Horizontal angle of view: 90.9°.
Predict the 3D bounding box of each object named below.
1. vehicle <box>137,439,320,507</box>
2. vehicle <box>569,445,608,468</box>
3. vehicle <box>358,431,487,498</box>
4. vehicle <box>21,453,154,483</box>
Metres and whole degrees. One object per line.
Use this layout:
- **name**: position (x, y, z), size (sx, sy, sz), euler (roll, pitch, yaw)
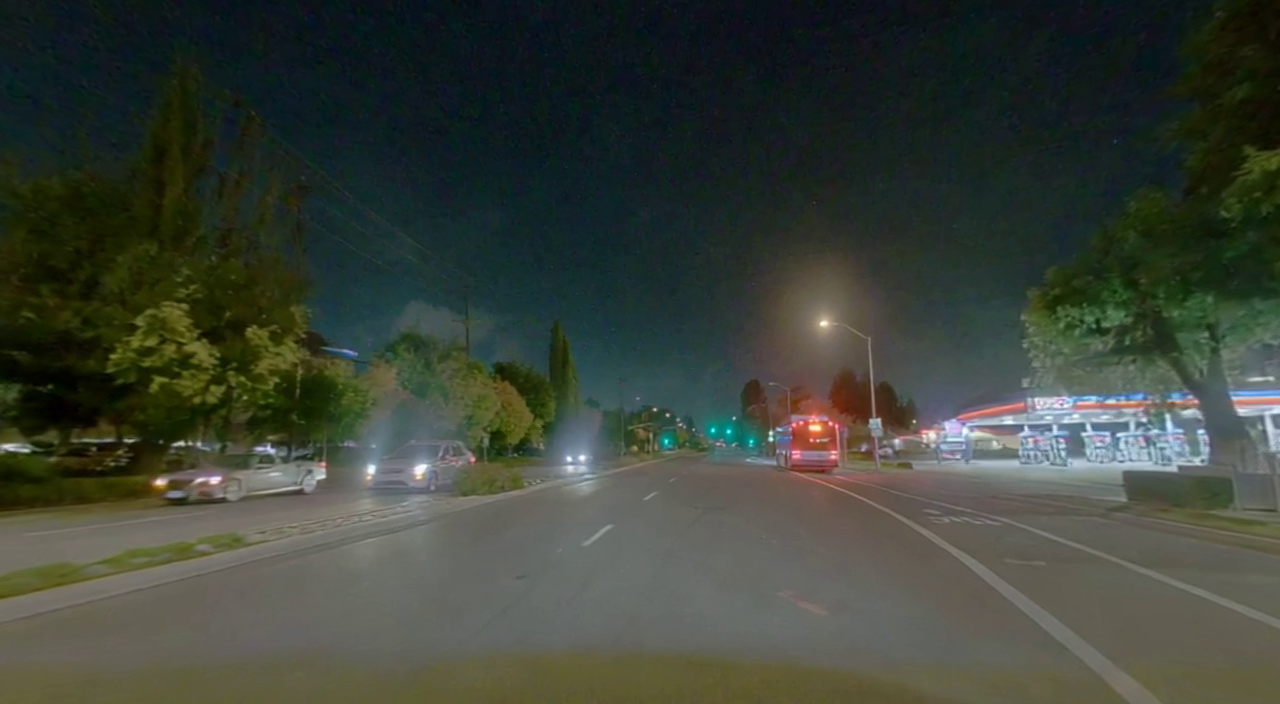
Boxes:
- **vehicle**: position (-12.042, 3.512, 18.921), size (1.977, 1.744, 4.513), euler (-1, -8, 8)
- **vehicle**: position (-3.462, 7.084, 42.873), size (1.900, 1.481, 4.317), euler (-1, -8, 5)
- **vehicle**: position (-6.212, 3.253, 18.616), size (1.982, 1.722, 4.070), euler (-1, -8, 7)
- **vehicle**: position (-29.890, 6.267, 34.394), size (1.799, 1.467, 5.374), euler (-3, -9, 12)
